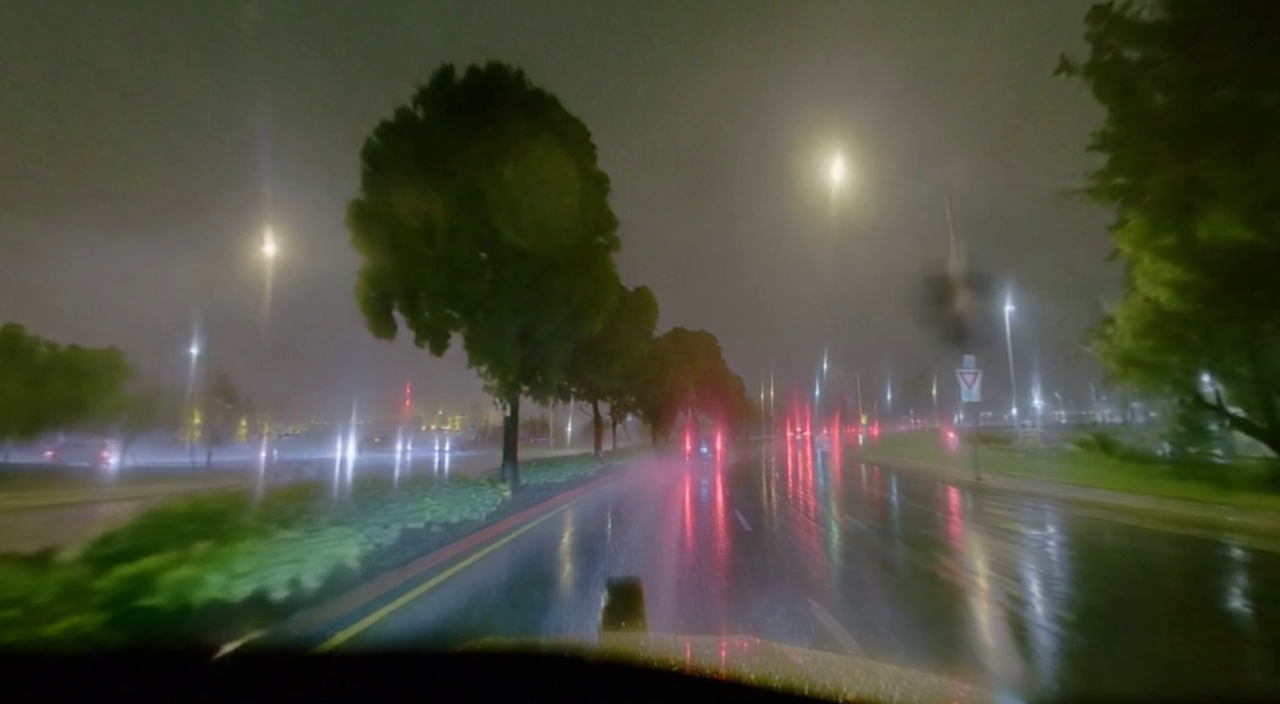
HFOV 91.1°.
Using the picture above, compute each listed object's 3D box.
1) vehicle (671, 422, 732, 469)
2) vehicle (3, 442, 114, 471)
[{"bbox_3d":[2.987,4.340,29.161,2.371,1.926,5.615,-2,-9,10],"label":"vehicle"},{"bbox_3d":[-37.702,6.755,40.844,4.636,1.790,2.178,2,-9,-15],"label":"vehicle"}]
